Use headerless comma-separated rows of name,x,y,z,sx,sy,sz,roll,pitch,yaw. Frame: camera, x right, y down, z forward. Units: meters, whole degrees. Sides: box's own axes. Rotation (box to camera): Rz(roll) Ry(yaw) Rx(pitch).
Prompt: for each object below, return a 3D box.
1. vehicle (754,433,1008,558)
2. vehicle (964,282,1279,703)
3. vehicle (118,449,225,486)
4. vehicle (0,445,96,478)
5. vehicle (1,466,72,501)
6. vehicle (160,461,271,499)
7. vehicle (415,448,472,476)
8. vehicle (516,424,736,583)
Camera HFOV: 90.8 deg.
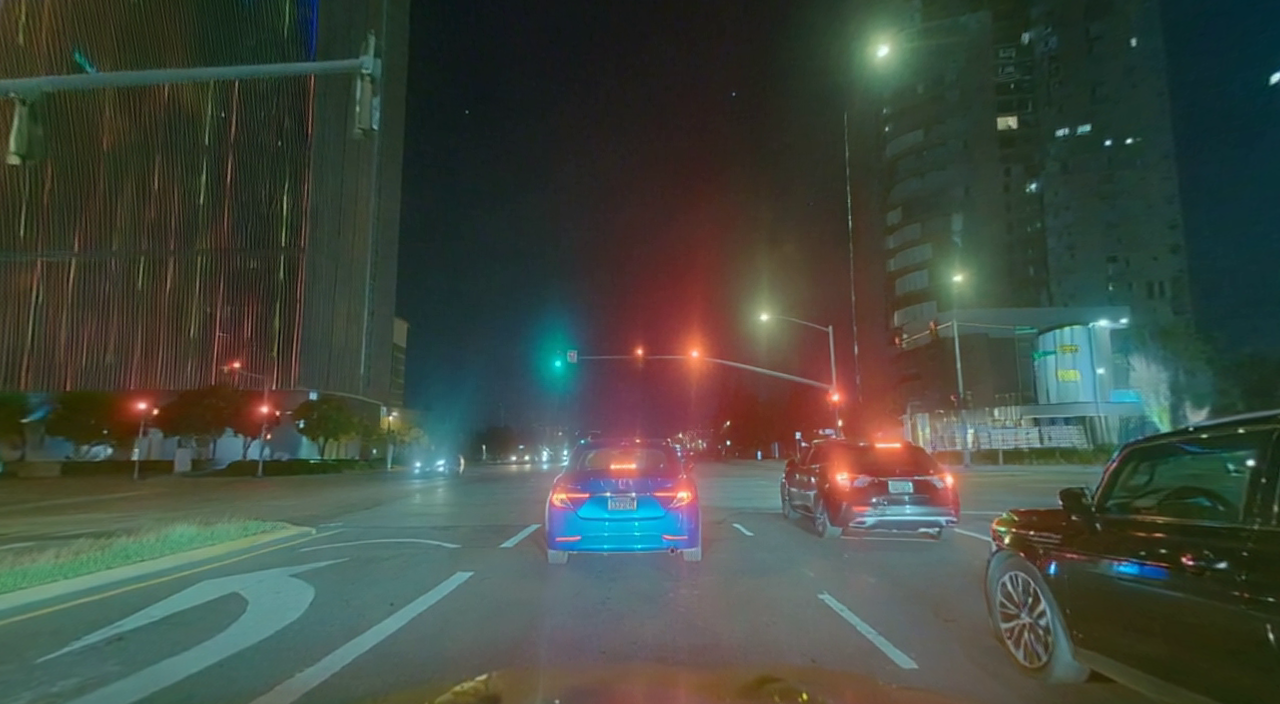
vehicle,3.212,1.995,9.598,2.009,1.414,4.416,0,-8,-2
vehicle,3.001,0.629,1.576,2.047,1.785,4.357,0,-8,0
vehicle,-27.480,6.752,37.359,2.300,1.932,5.056,-1,-8,2
vehicle,-35.655,6.449,37.430,2.145,1.797,5.198,-1,-9,1
vehicle,-27.999,6.076,29.449,1.972,1.433,4.324,8,-12,-39
vehicle,-19.075,5.760,28.702,1.942,1.453,4.448,0,-9,0
vehicle,-11.674,6.558,37.877,1.887,1.516,4.524,0,-8,1
vehicle,-0.141,1.740,8.051,2.095,1.502,3.873,0,-8,0
